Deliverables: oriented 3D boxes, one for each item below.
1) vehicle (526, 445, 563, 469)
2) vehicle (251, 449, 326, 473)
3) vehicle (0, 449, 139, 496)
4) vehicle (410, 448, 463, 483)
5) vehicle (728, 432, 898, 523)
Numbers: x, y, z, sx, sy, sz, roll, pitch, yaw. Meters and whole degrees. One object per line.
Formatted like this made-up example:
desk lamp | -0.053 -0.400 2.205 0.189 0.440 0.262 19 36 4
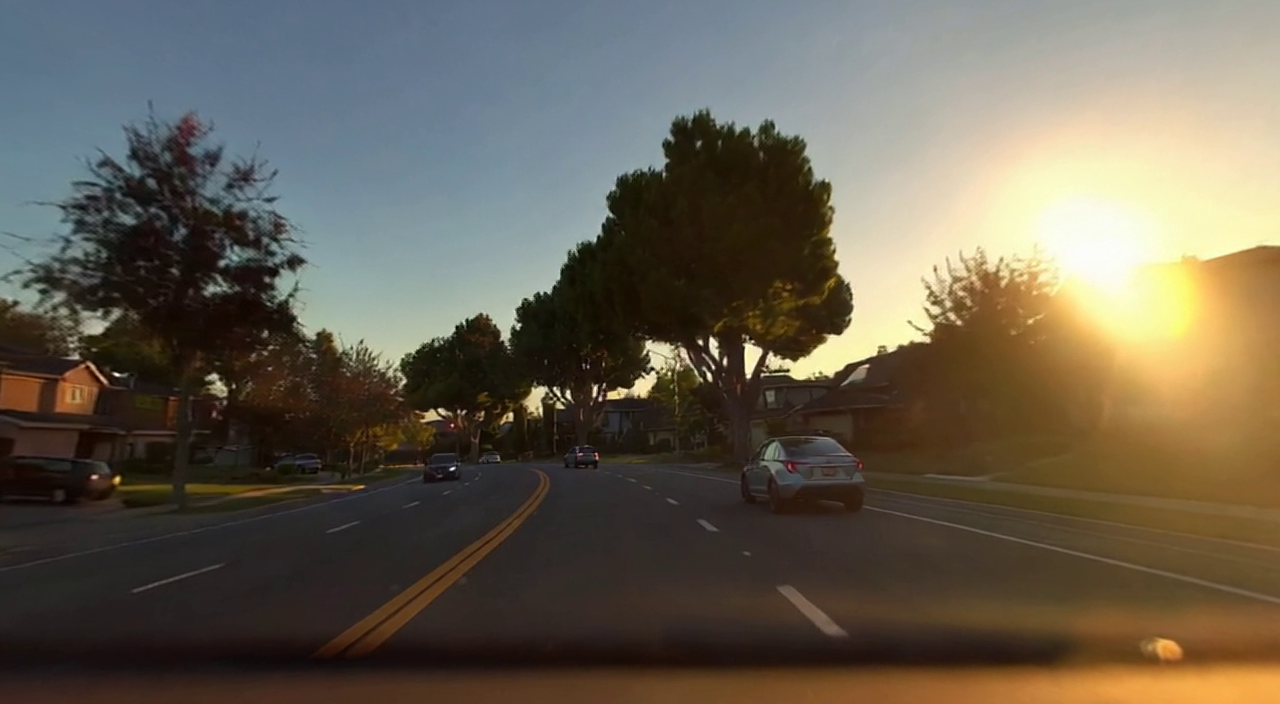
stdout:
vehicle | -7.104 7.722 46.591 2.106 1.667 4.367 2 -9 -16
vehicle | -26.063 8.029 46.796 4.477 1.631 1.893 8 -12 -43
vehicle | -20.757 4.226 22.180 4.670 1.533 1.904 -1 -9 3
vehicle | -10.738 5.971 33.582 2.091 1.700 4.438 1 -9 -11
vehicle | 3.240 2.440 12.837 1.934 1.506 4.282 0 -9 -5
